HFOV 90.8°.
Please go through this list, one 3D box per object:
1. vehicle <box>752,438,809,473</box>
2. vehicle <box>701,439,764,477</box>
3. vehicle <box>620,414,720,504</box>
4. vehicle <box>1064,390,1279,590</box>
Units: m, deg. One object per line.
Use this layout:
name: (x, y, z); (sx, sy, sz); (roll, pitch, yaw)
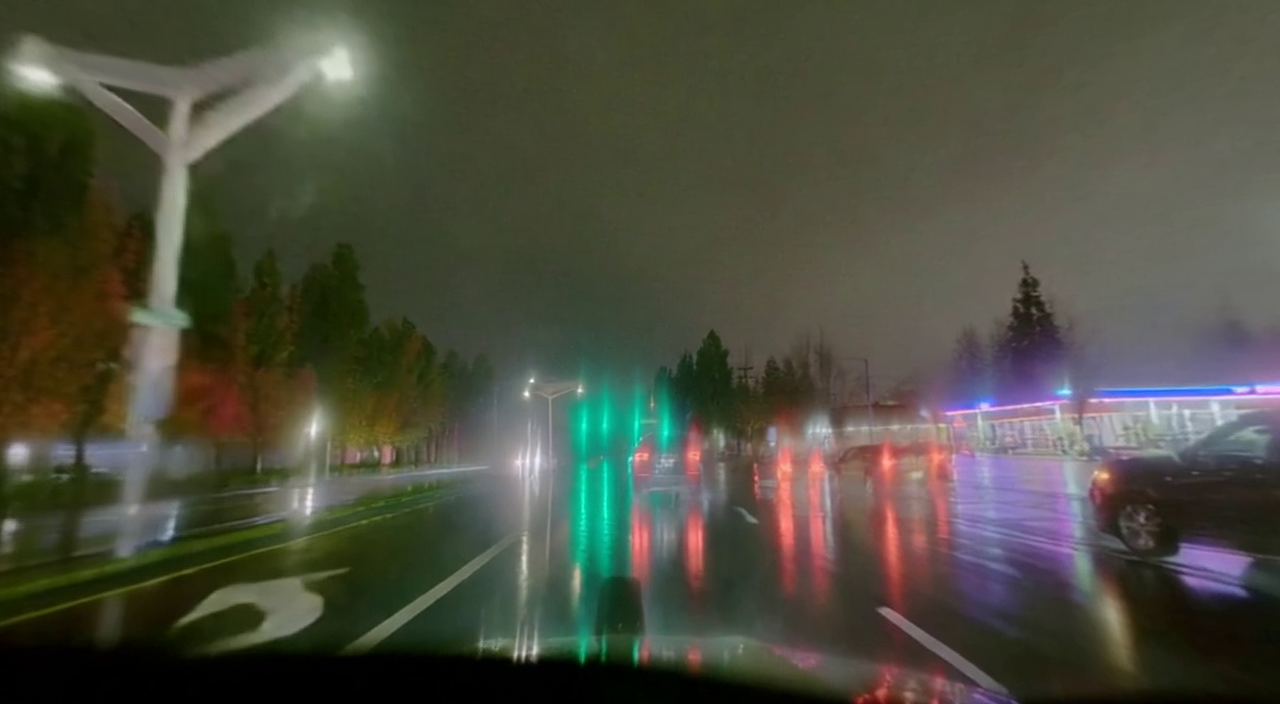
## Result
vehicle: (6.921, 5.117, 31.491); (1.793, 1.585, 4.130); (0, -8, -1)
vehicle: (3.841, 4.489, 26.933); (1.940, 1.474, 4.234); (0, -8, -2)
vehicle: (0.576, 2.686, 16.240); (2.038, 1.917, 4.900); (0, -8, -3)
vehicle: (6.706, 1.285, 6.002); (2.025, 1.765, 4.729); (0, -8, 0)
